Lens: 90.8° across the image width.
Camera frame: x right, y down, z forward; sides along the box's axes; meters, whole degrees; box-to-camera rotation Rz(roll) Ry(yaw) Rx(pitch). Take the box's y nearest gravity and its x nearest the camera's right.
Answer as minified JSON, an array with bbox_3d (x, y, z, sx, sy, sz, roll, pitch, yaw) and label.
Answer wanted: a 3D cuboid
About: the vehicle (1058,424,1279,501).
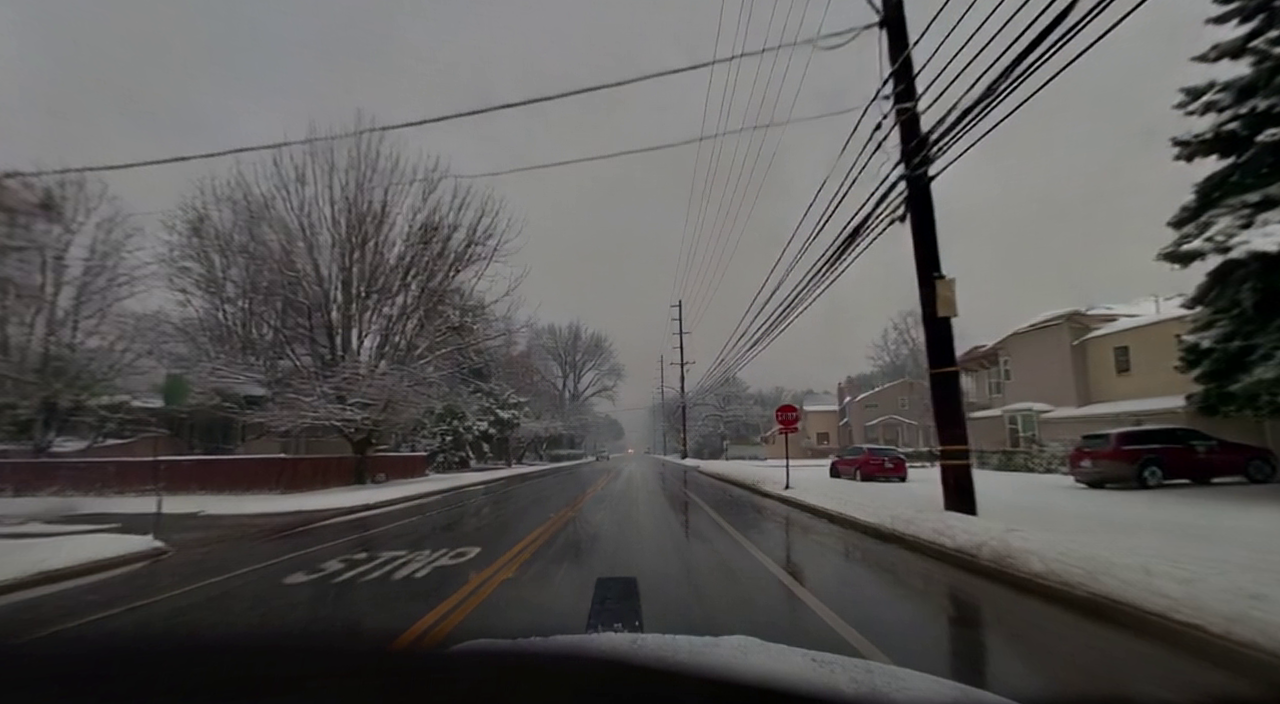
[{"bbox_3d":[15.196,3.053,17.650,5.188,1.955,2.444,0,-9,1],"label":"vehicle"}]

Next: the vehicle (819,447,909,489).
[{"bbox_3d":[8.694,4.502,24.936,1.811,1.491,4.407,0,-9,-2],"label":"vehicle"}]
